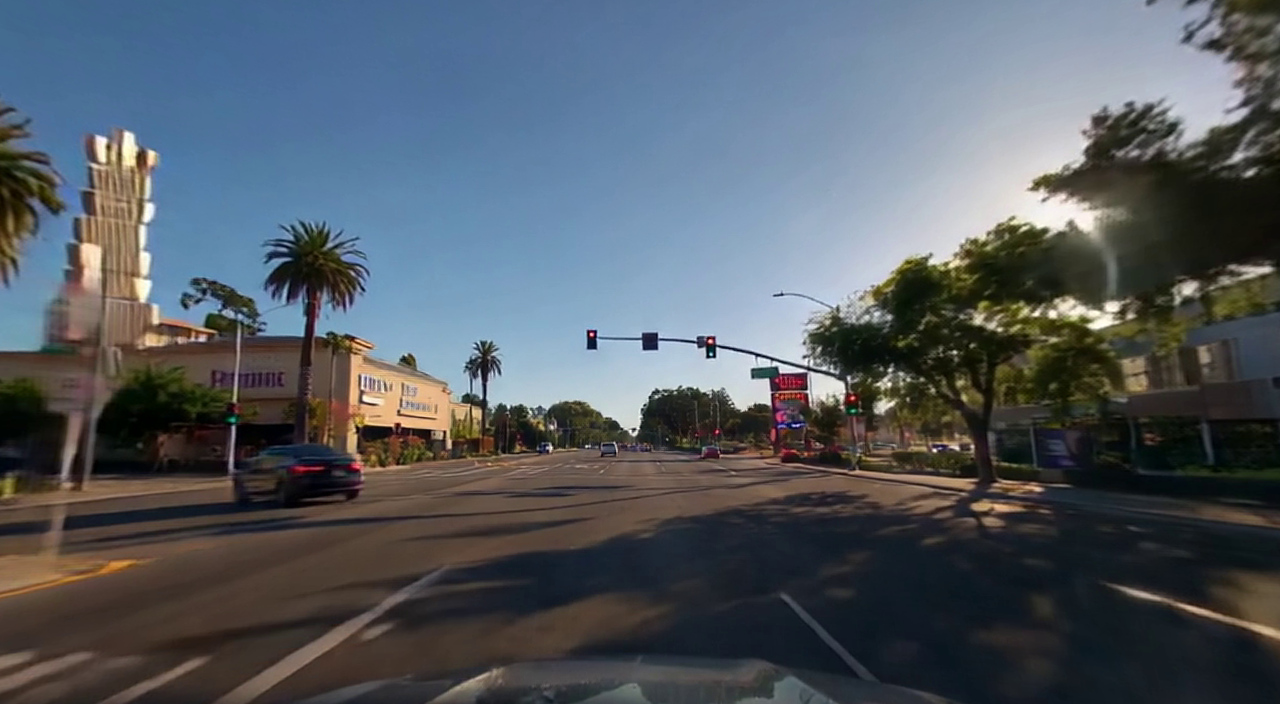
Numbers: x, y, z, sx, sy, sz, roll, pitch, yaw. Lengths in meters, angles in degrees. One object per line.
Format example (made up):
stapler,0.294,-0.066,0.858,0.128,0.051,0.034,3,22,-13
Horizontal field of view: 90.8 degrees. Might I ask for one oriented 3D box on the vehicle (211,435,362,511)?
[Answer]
vehicle,-8.936,2.960,15.874,3.885,1.639,1.990,-7,-11,40
